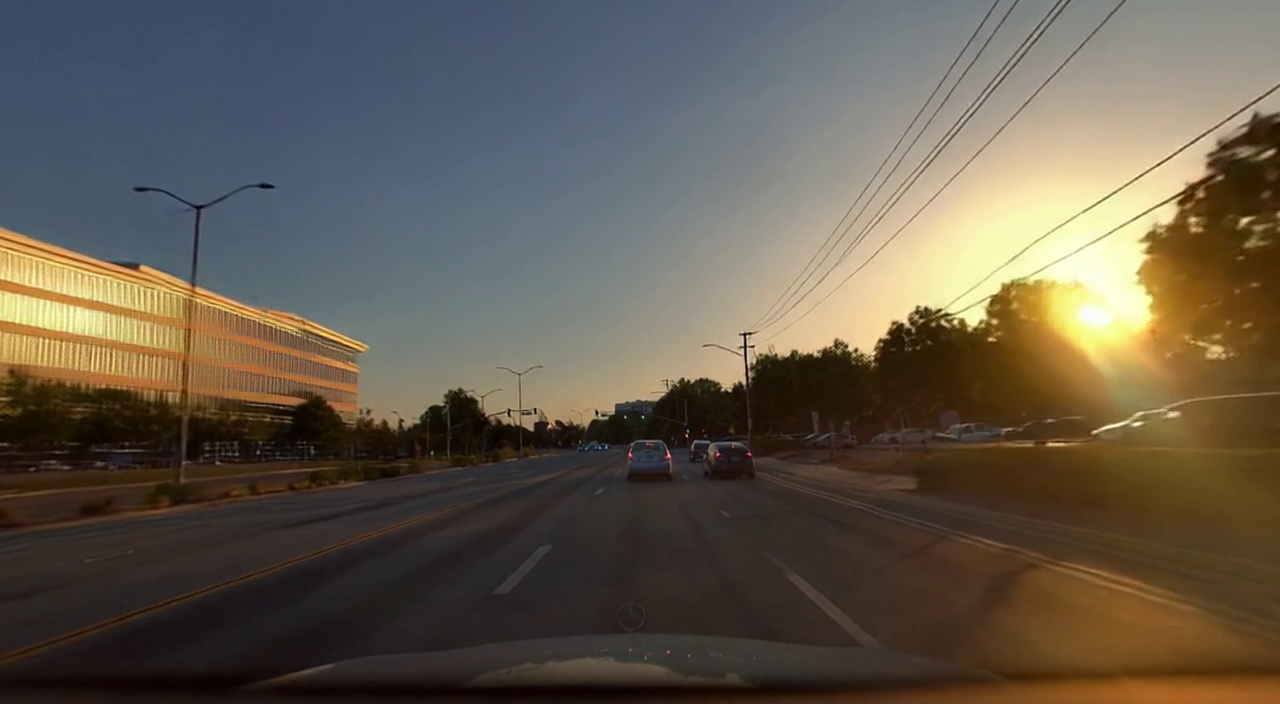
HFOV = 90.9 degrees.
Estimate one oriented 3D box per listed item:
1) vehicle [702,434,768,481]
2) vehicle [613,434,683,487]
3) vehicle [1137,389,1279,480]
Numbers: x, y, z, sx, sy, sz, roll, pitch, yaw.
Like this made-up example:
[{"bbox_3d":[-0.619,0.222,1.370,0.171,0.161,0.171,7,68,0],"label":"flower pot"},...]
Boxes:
[{"bbox_3d":[3.618,4.109,24.799,1.914,1.698,4.049,0,-8,0],"label":"vehicle"},{"bbox_3d":[0.246,3.727,21.987,2.200,1.653,4.127,0,-8,0],"label":"vehicle"},{"bbox_3d":[14.452,1.926,14.594,2.011,1.893,4.645,0,-8,-1],"label":"vehicle"}]
